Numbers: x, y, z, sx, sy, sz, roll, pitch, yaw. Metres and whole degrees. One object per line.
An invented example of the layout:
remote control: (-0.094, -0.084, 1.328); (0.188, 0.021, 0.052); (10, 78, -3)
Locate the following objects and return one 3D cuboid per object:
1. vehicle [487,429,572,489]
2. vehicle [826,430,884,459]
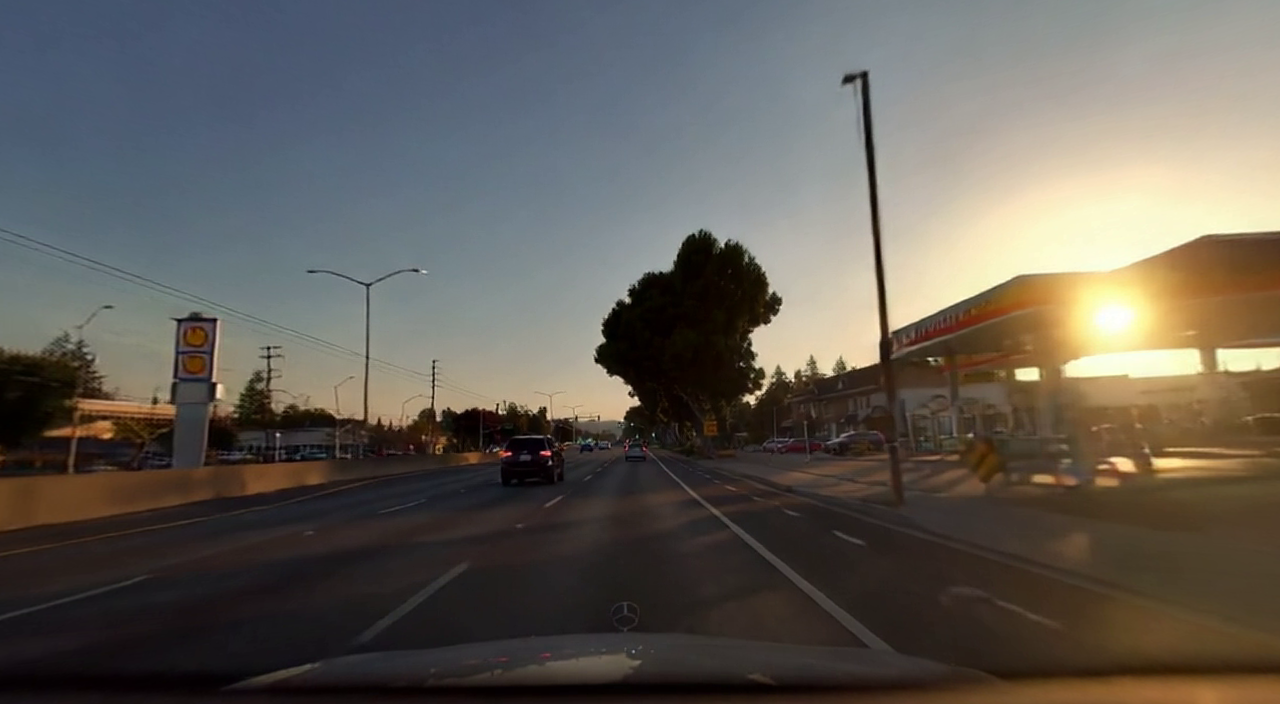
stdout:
vehicle: (-3.535, 3.527, 21.117); (1.985, 1.772, 4.479); (0, -8, 0)
vehicle: (14.366, 6.251, 42.547); (2.041, 1.793, 5.054); (0, -9, -1)
